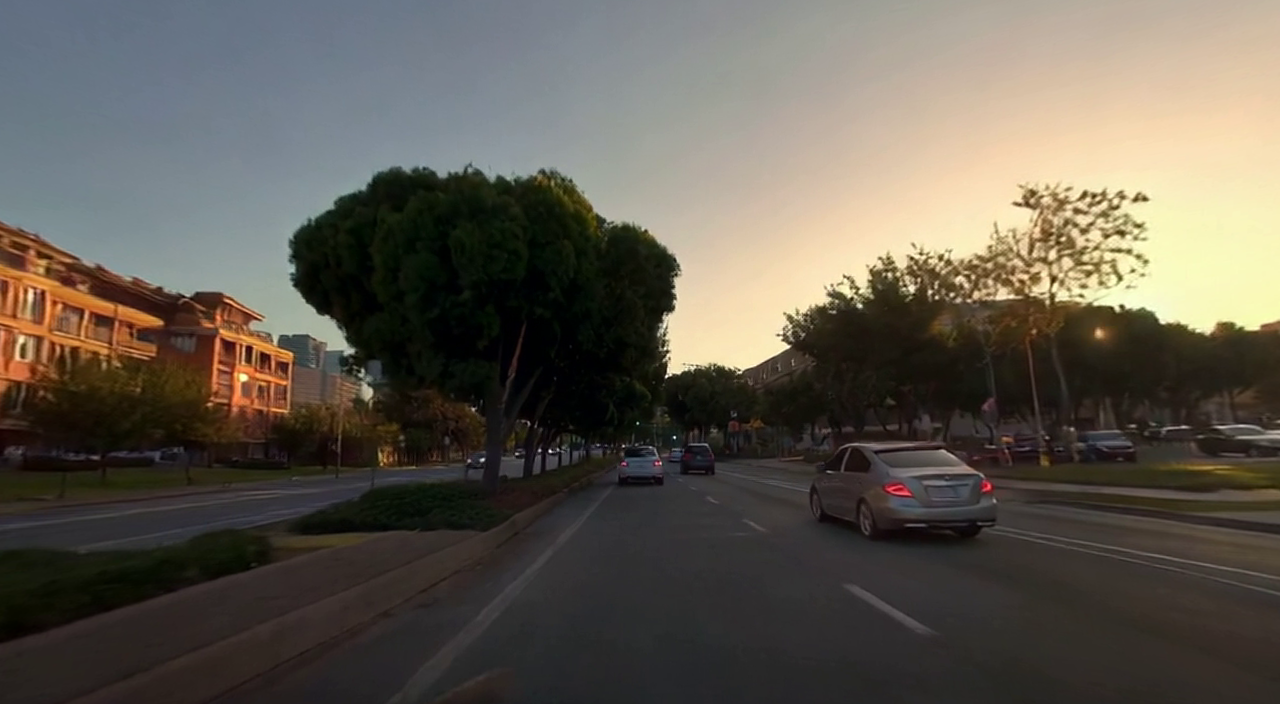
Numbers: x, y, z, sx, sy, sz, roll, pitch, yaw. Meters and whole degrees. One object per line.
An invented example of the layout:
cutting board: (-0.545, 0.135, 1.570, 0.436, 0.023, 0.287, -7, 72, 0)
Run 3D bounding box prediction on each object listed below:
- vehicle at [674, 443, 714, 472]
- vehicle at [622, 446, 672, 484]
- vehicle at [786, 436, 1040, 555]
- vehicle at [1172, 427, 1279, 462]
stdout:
vehicle: (3.507, 6.936, 41.740, 2.107, 1.773, 4.557, 0, -8, -2)
vehicle: (0.303, 4.873, 27.646, 2.034, 1.500, 3.966, 0, -8, 0)
vehicle: (3.966, 2.142, 10.219, 2.049, 1.473, 4.425, 0, -8, -1)
vehicle: (27.519, 4.265, 29.126, 1.963, 1.480, 4.661, 0, -8, 1)
